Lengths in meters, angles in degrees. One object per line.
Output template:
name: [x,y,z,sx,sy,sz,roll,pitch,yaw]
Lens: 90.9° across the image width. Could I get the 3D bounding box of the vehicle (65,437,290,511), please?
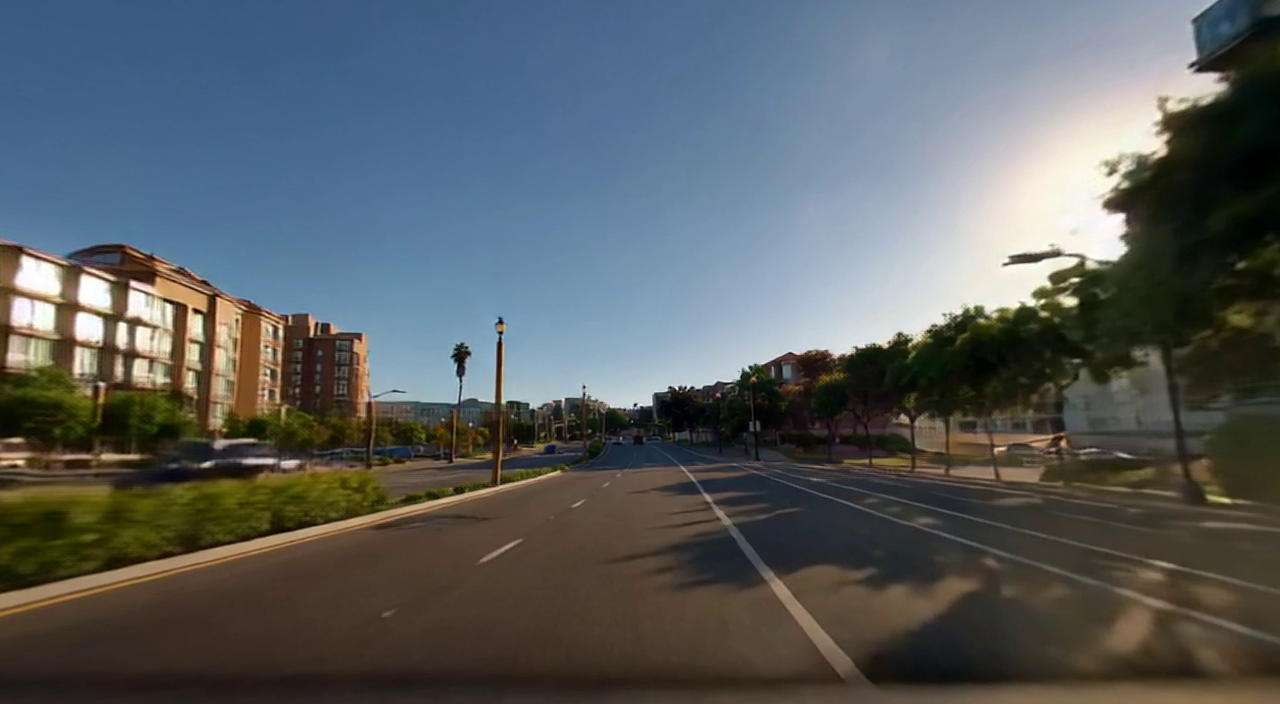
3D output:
vehicle: [-14.008,3.702,19.780,2.237,1.957,5.836,-1,-9,5]
